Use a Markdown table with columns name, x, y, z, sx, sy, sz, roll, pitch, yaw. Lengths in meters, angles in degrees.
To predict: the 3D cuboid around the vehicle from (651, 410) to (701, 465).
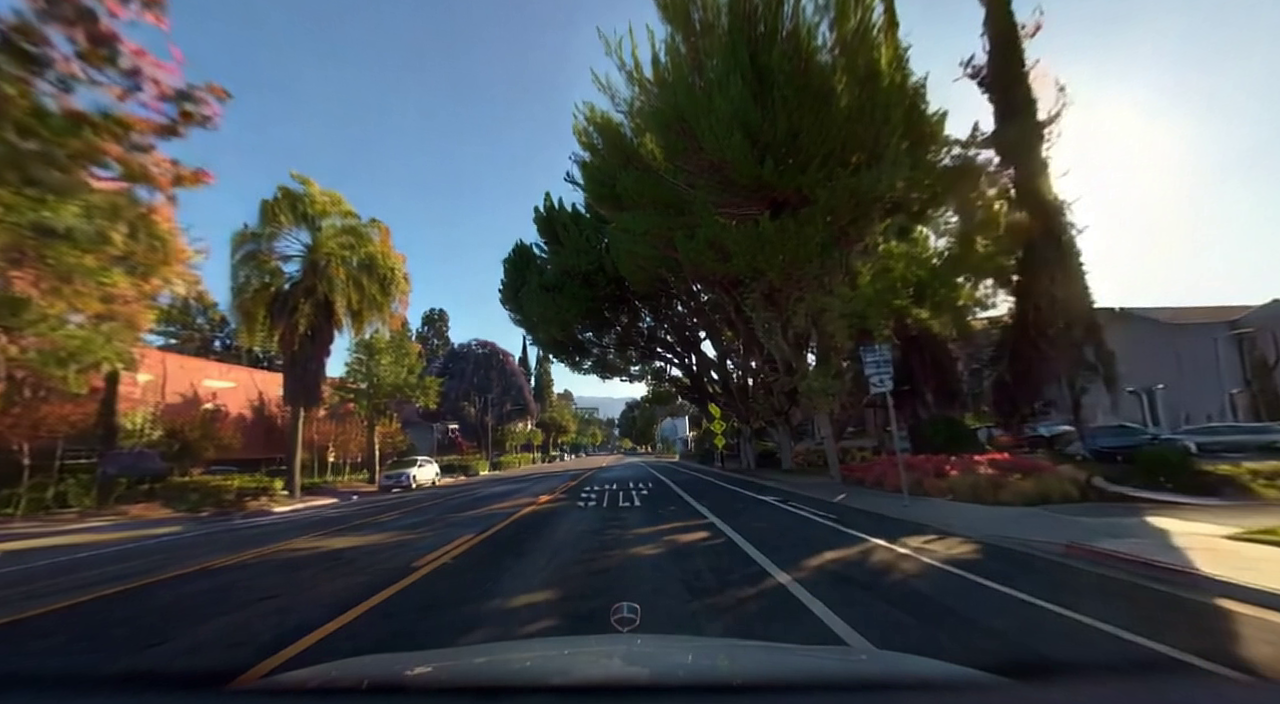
| name | x | y | z | sx | sy | sz | roll | pitch | yaw |
| --- | --- | --- | --- | --- | --- | --- | --- | --- | --- |
| vehicle | 2.602 | 6.833 | 49.511 | 3.074 | 3.703 | 11.122 | 2 | -9 | -1 |

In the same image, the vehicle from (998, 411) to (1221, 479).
| name | x | y | z | sx | sy | sz | roll | pitch | yaw |
| --- | --- | --- | --- | --- | --- | --- | --- | --- | --- |
| vehicle | 12.586 | 2.575 | 17.412 | 4.554 | 1.668 | 1.974 | -5 | -10 | 27 |

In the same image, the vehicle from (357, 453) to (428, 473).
| name | x | y | z | sx | sy | sz | roll | pitch | yaw |
| --- | --- | --- | --- | --- | --- | --- | --- | --- | --- |
| vehicle | -19.456 | 8.725 | 49.743 | 4.804 | 1.527 | 1.887 | 0 | -9 | 0 |

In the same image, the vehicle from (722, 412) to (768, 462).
| name | x | y | z | sx | sy | sz | roll | pitch | yaw |
| --- | --- | --- | --- | --- | --- | --- | --- | --- | --- |
| vehicle | 7.589 | 6.141 | 45.139 | 2.714 | 3.227 | 7.170 | -2 | -9 | 13 |
